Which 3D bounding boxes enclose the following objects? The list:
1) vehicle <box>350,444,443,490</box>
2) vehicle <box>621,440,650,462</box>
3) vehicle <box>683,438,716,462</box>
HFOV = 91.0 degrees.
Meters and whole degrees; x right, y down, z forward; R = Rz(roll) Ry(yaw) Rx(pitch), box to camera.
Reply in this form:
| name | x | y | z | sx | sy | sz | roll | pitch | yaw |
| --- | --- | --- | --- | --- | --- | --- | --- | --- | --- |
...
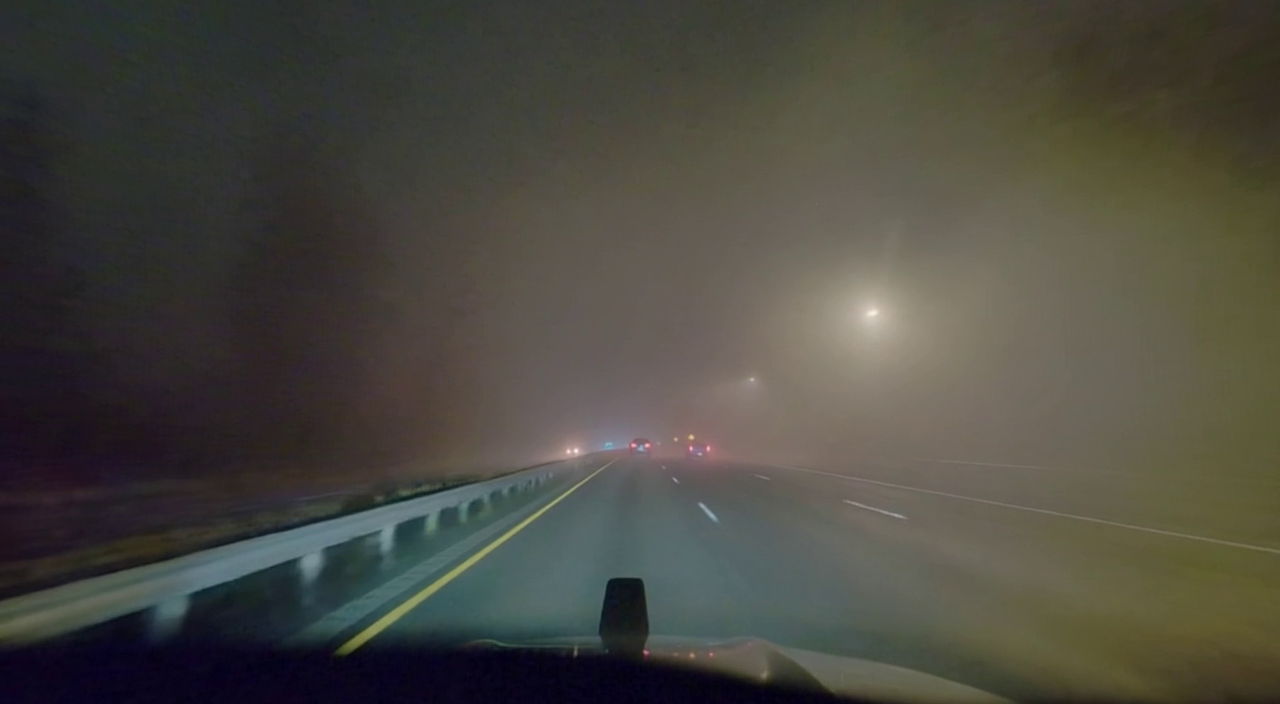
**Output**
| name | x | y | z | sx | sy | sz | roll | pitch | yaw |
| --- | --- | --- | --- | --- | --- | --- | --- | --- | --- |
| vehicle | -9.244 | 4.361 | 24.261 | 1.923 | 1.573 | 4.250 | 0 | -8 | -1 |
| vehicle | -0.276 | 7.270 | 46.307 | 2.009 | 1.554 | 4.013 | 0 | -8 | 1 |
| vehicle | 4.235 | 7.061 | 45.372 | 2.037 | 1.609 | 4.036 | 0 | -8 | 0 |
